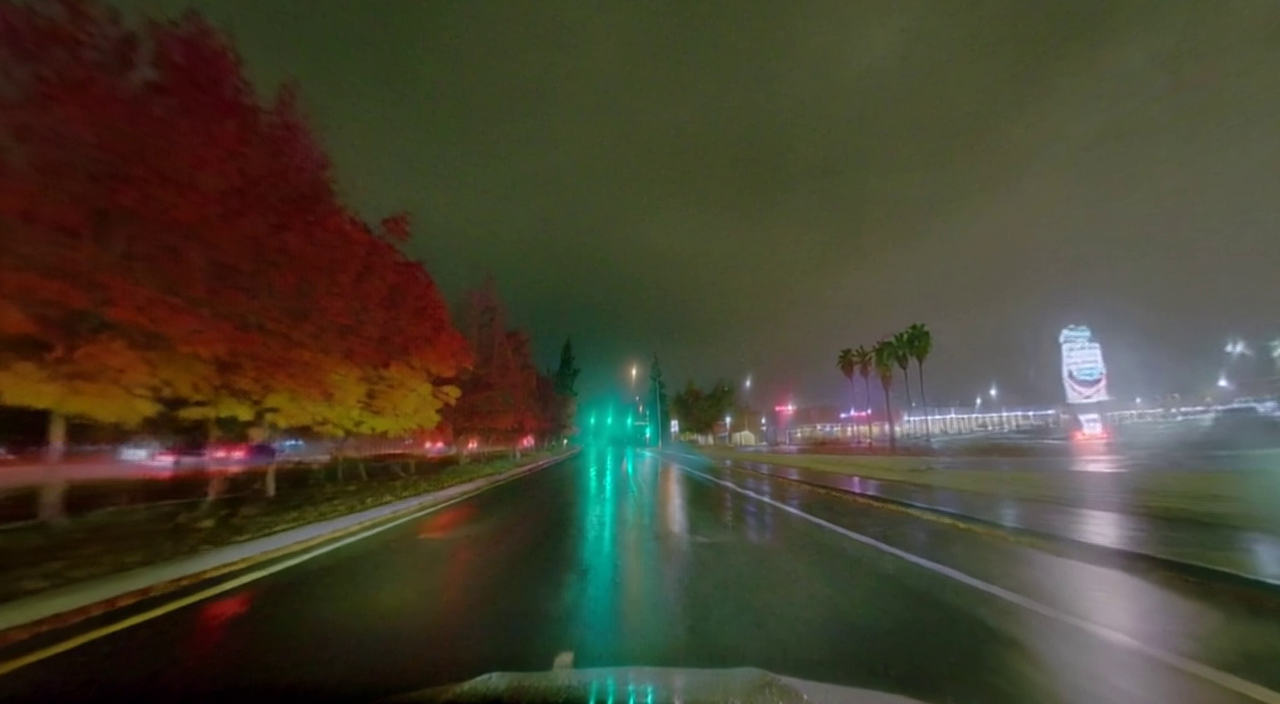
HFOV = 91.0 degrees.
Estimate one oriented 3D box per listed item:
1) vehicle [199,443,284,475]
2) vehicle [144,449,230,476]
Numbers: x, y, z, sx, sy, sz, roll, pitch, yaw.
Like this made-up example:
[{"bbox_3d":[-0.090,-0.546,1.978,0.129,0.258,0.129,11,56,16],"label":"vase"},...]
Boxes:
[{"bbox_3d":[-22.714,6.085,36.131,1.994,1.652,4.570,1,-9,-3],"label":"vehicle"},{"bbox_3d":[-26.534,6.463,37.112,1.915,1.485,4.389,1,-9,-2],"label":"vehicle"}]
